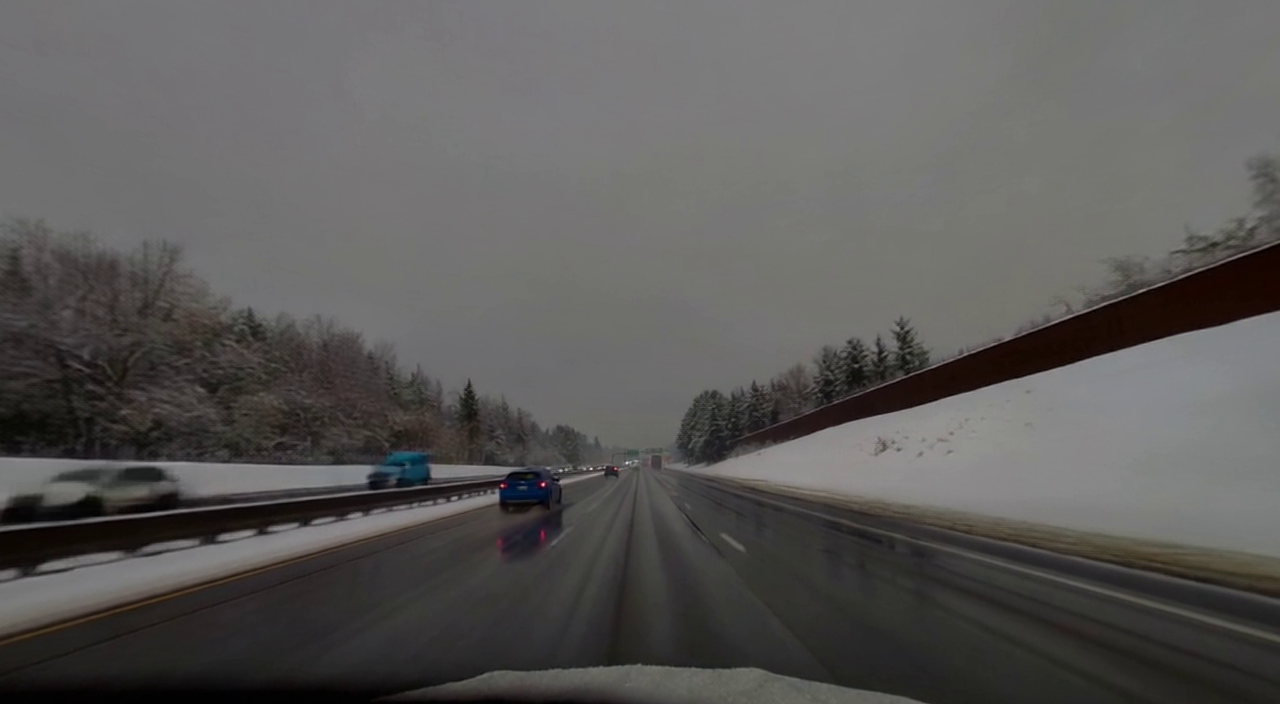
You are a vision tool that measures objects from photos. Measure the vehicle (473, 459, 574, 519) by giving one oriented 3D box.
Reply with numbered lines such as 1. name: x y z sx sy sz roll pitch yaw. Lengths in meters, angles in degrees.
1. vehicle: -3.231 3.939 18.453 2.045 1.487 4.582 1 -10 0

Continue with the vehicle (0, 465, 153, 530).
1. vehicle: -14.314 3.370 14.948 1.848 1.321 4.499 1 -10 1

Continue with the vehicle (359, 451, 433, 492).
1. vehicle: -15.760 7.810 41.160 2.499 2.435 5.574 1 -10 0
